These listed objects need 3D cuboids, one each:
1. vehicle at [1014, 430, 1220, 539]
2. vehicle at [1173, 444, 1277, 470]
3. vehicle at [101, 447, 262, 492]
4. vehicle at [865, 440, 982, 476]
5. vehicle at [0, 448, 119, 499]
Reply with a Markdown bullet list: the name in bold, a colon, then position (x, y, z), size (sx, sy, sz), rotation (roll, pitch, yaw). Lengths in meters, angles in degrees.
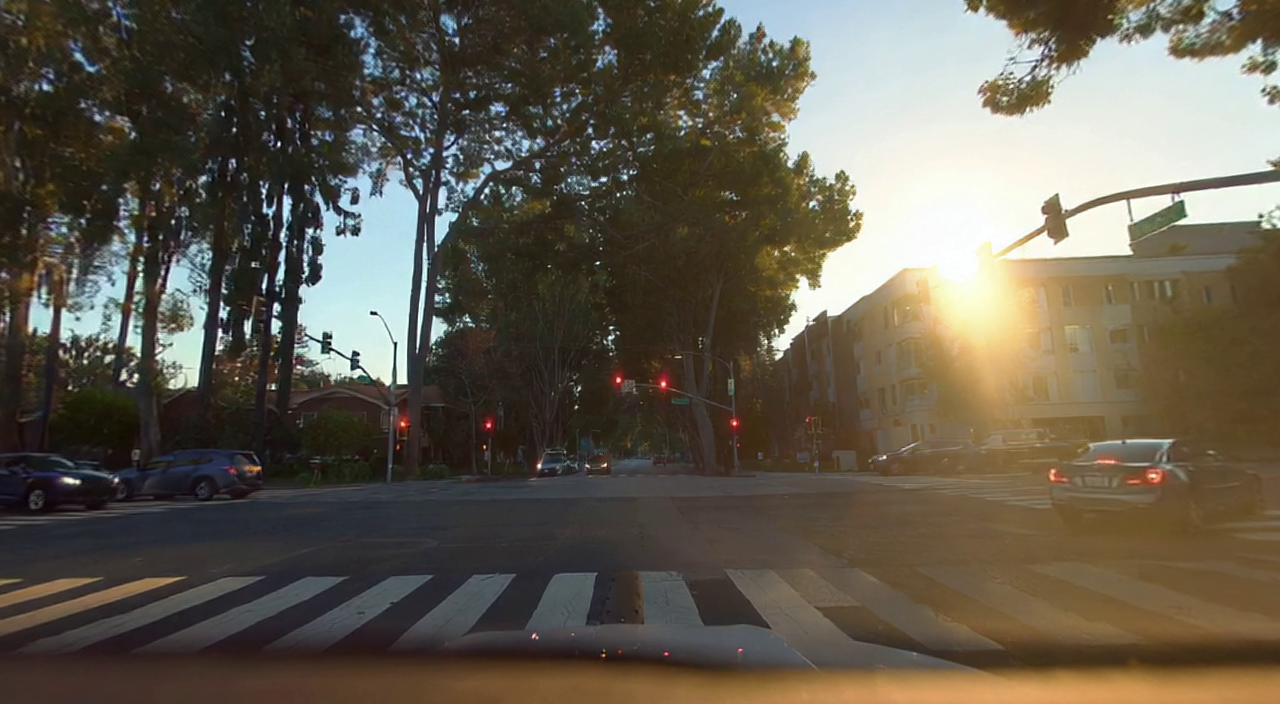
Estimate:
- **vehicle**: position (8.697, 2.222, 11.366), size (4.492, 1.536, 2.189), rotation (8, -12, -44)
- **vehicle**: position (35.360, 6.349, 38.273), size (4.294, 1.499, 1.958), rotation (0, -8, 0)
- **vehicle**: position (-19.173, 4.944, 26.653), size (4.798, 1.763, 2.536), rotation (0, -10, 0)
- **vehicle**: position (15.659, 5.885, 35.149), size (5.220, 1.897, 2.596), rotation (0, -8, 0)
- **vehicle**: position (-22.612, 4.418, 23.256), size (4.748, 1.727, 2.325), rotation (0, -8, 1)
